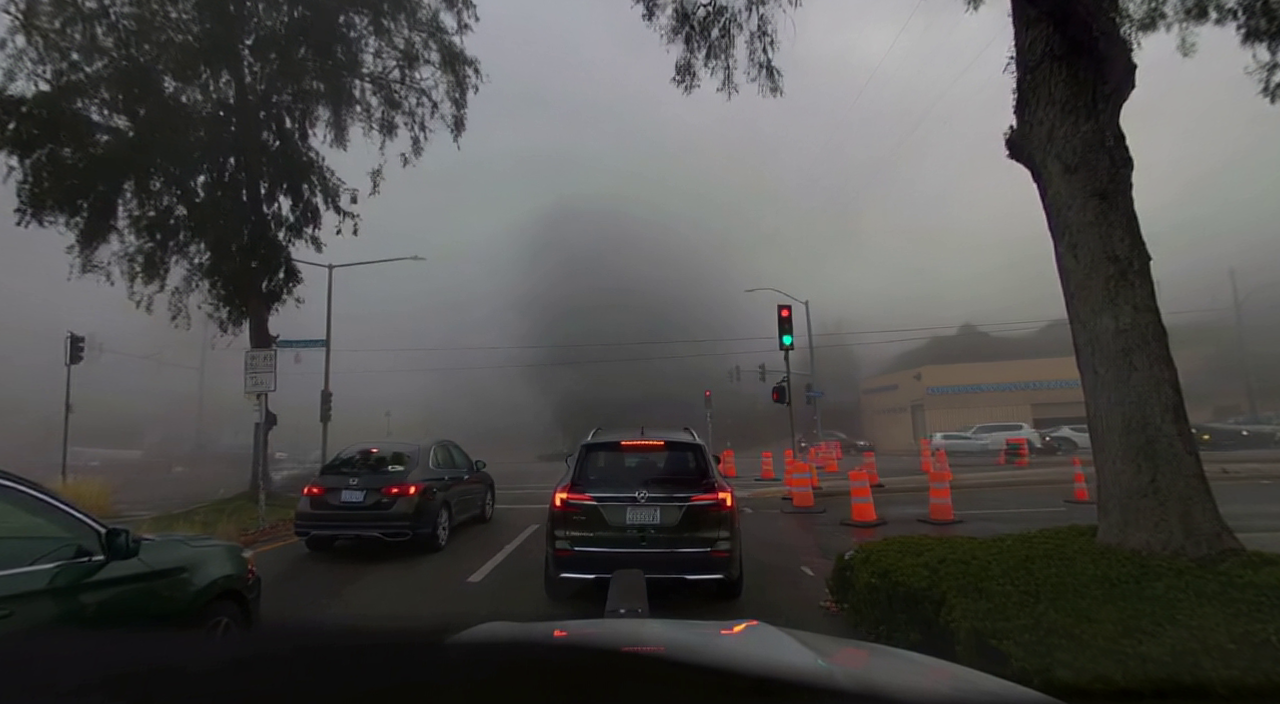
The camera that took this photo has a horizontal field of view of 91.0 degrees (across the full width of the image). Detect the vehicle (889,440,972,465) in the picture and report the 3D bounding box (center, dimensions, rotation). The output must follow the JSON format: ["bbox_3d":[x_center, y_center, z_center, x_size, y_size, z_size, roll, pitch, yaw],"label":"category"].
[{"bbox_3d":[18.690,6.484,40.649,4.463,1.482,1.808,0,-9,4],"label":"vehicle"}]

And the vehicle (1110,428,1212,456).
[{"bbox_3d":[33.573,5.819,40.658,4.805,1.688,1.923,0,-9,0],"label":"vehicle"}]

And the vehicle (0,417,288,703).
[{"bbox_3d":[-3.589,0.949,2.144,1.964,1.497,4.722,0,-9,1],"label":"vehicle"}]

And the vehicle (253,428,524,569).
[{"bbox_3d":[-3.269,1.995,9.445,1.989,1.541,4.626,0,-9,2],"label":"vehicle"}]

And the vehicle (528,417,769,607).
[{"bbox_3d":[0.114,1.627,7.210,2.021,1.560,3.676,0,-9,1],"label":"vehicle"}]

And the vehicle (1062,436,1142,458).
[{"bbox_3d":[36.640,7.567,49.986,4.791,1.635,1.857,0,-9,1],"label":"vehicle"}]
